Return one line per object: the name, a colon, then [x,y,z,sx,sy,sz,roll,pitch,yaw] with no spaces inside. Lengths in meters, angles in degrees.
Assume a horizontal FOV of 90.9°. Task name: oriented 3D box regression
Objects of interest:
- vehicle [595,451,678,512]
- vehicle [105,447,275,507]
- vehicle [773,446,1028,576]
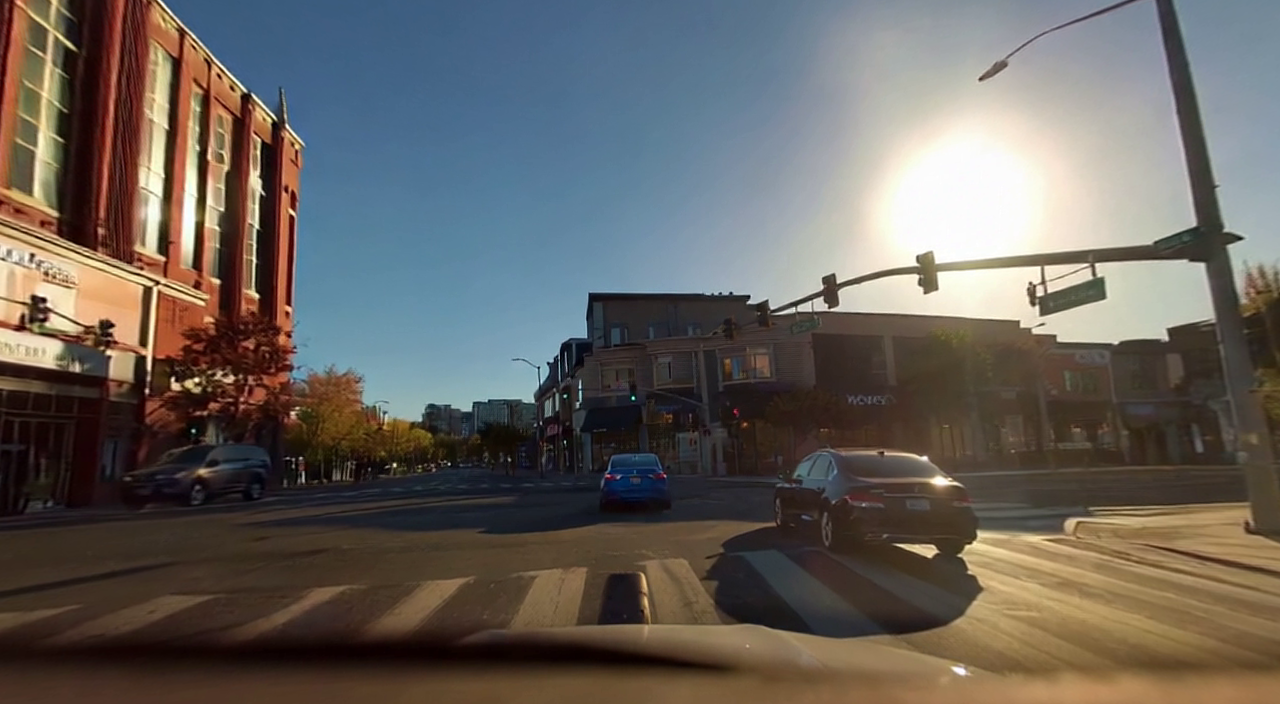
vehicle: [-0.092,3.602,18.039,2.094,1.481,4.078,0,-8,0]
vehicle: [-15.141,4.181,21.666,2.126,1.782,4.880,0,-8,2]
vehicle: [3.354,2.084,9.140,1.860,1.430,4.089,0,-8,-2]
